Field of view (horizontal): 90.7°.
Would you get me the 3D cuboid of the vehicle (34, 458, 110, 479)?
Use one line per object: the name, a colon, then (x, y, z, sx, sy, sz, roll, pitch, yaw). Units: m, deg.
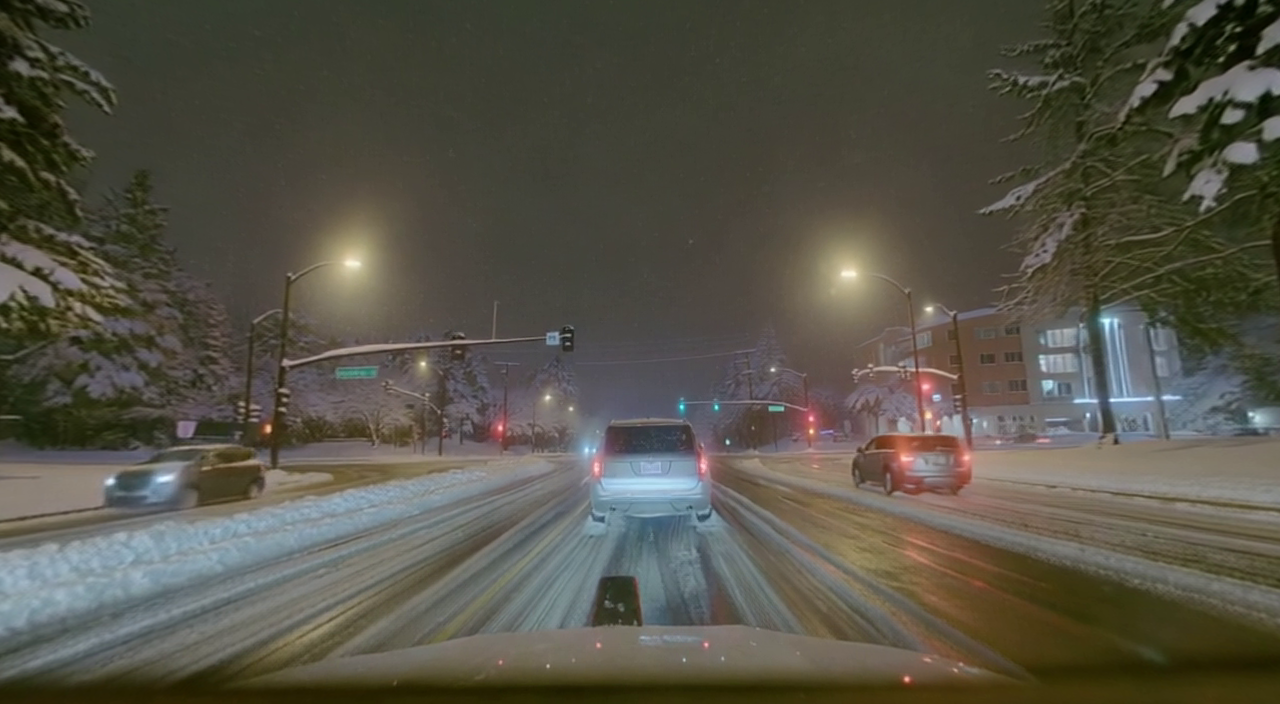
vehicle: (-40.237, 8.241, 44.850, 3.386, 1.456, 2.024, 0, -9, 0)

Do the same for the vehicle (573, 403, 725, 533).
vehicle: (0.212, 2.093, 11.889, 2.267, 1.926, 4.708, -1, -9, 2)

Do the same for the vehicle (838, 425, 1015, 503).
vehicle: (7.049, 2.818, 16.246, 2.447, 1.707, 4.396, 0, -9, 0)

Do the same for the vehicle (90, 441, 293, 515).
vehicle: (-11.257, 3.159, 16.437, 2.209, 1.627, 4.582, 1, -9, -5)
